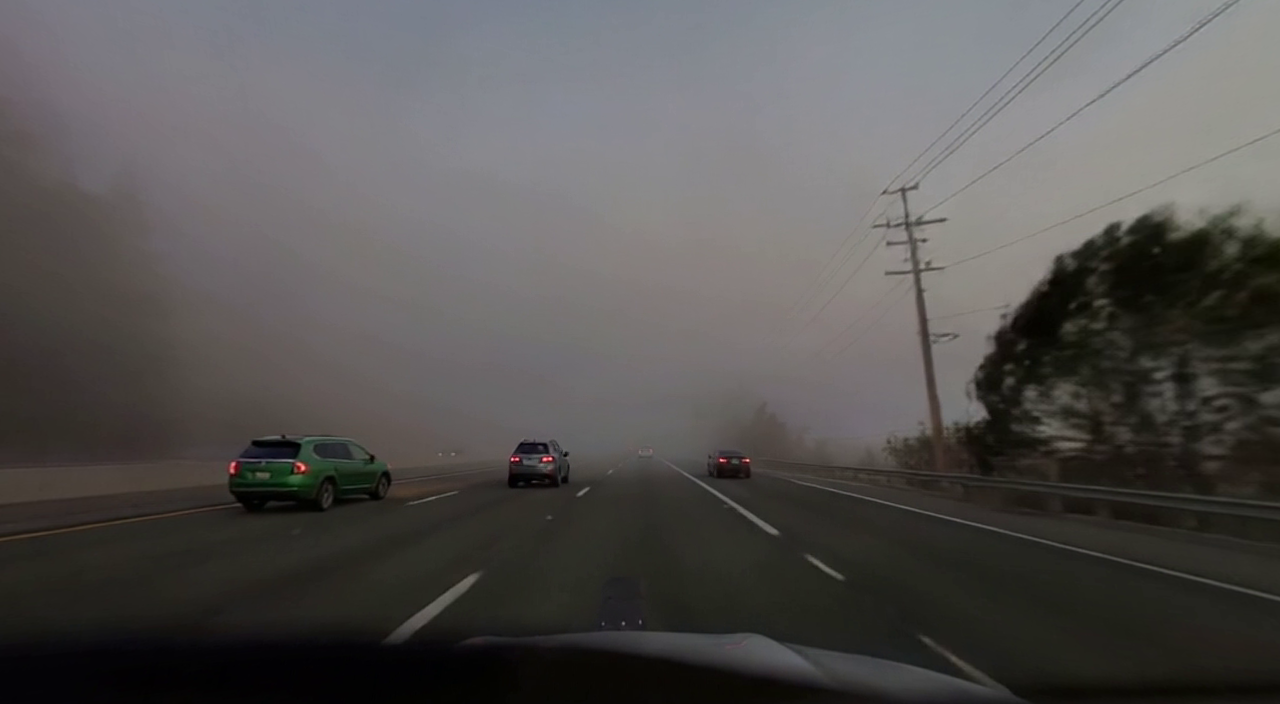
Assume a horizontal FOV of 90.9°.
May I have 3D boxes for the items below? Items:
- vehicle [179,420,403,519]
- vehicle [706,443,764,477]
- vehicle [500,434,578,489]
[{"bbox_3d":[-7.388,2.535,14.150,2.162,1.805,4.853,0,-8,1],"label":"vehicle"},{"bbox_3d":[4.330,5.006,29.533,1.964,1.479,4.252,0,-8,-1],"label":"vehicle"},{"bbox_3d":[-3.379,3.737,21.886,1.961,1.704,4.052,0,-8,1],"label":"vehicle"}]
